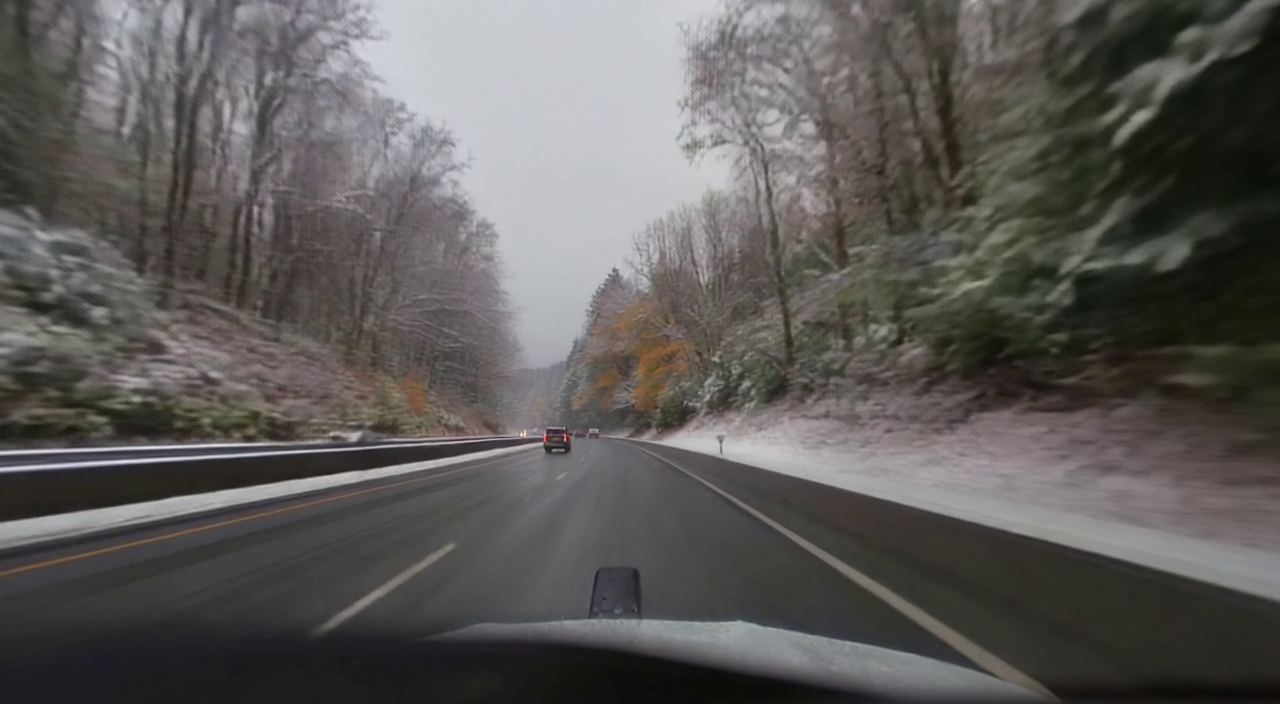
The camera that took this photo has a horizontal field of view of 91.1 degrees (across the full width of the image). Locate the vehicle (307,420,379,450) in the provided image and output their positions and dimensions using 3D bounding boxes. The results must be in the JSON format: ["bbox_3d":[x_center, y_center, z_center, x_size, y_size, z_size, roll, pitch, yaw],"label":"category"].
[{"bbox_3d":[-17.419,4.947,37.217,1.974,1.639,4.948,0,-8,-2],"label":"vehicle"}]

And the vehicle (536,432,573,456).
[{"bbox_3d":[-5.734,6.228,42.635,2.073,1.559,4.393,0,-8,-2],"label":"vehicle"}]
